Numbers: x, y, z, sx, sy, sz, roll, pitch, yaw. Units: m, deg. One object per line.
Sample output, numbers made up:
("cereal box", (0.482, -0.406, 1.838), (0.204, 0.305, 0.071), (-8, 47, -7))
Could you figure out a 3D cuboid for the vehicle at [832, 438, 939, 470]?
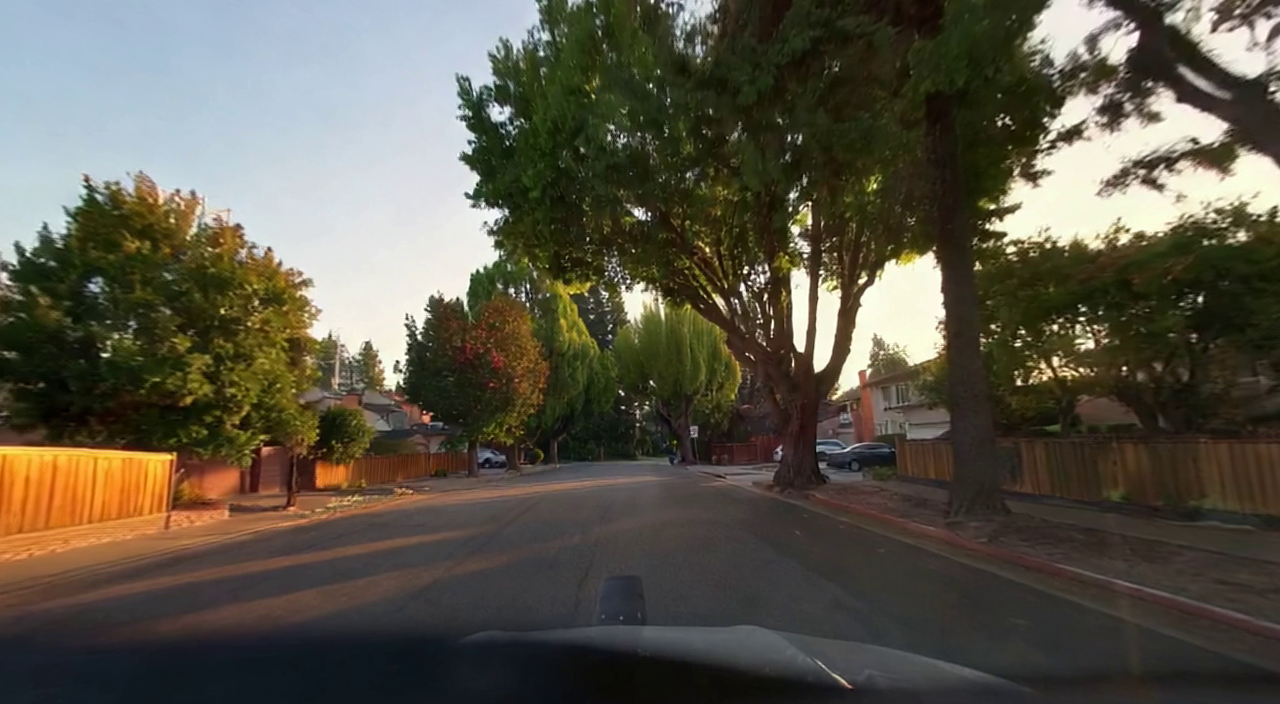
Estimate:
("vehicle", (11.787, 4.928, 30.600), (4.415, 1.457, 1.797), (0, -9, 1))
